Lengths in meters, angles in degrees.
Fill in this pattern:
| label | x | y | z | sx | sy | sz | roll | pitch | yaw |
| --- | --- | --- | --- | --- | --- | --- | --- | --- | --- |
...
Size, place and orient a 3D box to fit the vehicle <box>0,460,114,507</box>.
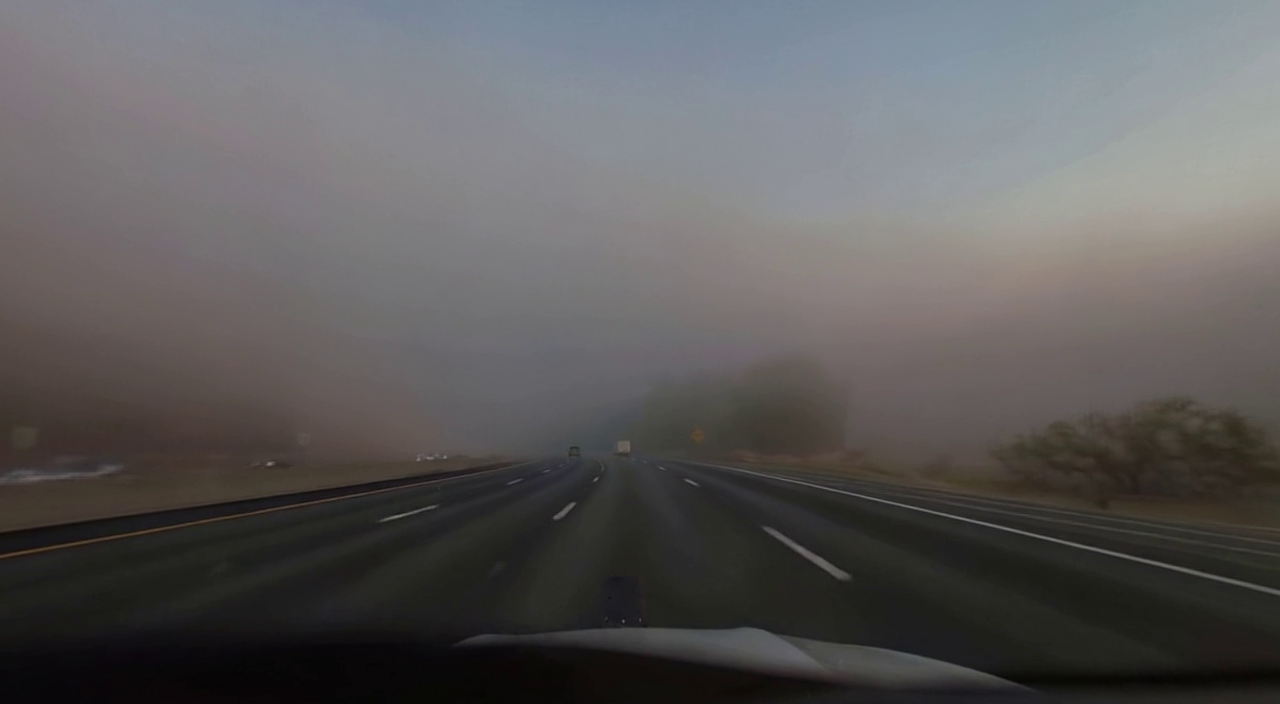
| label | x | y | z | sx | sy | sz | roll | pitch | yaw |
| --- | --- | --- | --- | --- | --- | --- | --- | --- | --- |
| vehicle | -25.756 | 5.538 | 27.060 | 2.069 | 1.584 | 5.069 | 3 | -8 | -1 |
